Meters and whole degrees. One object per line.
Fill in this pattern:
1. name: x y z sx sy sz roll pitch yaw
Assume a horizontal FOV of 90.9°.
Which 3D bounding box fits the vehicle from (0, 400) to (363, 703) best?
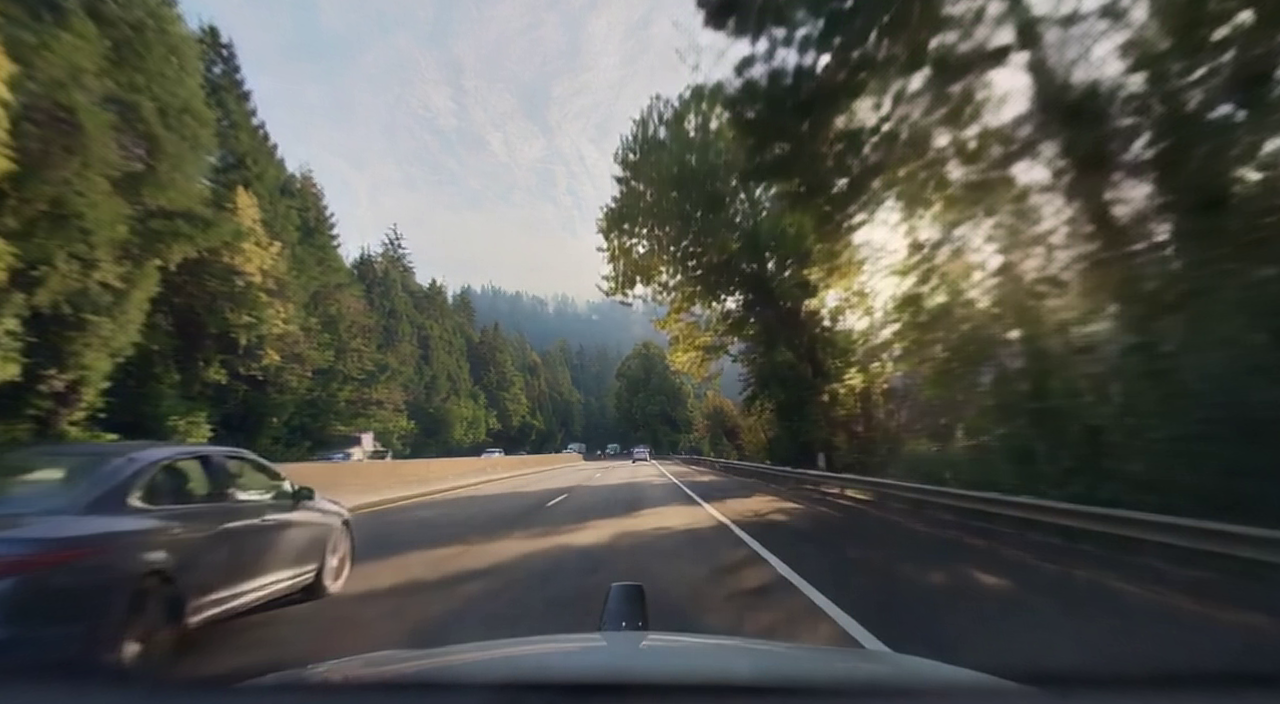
1. vehicle: -3.460 1.068 3.184 1.969 1.505 4.636 0 -9 1
